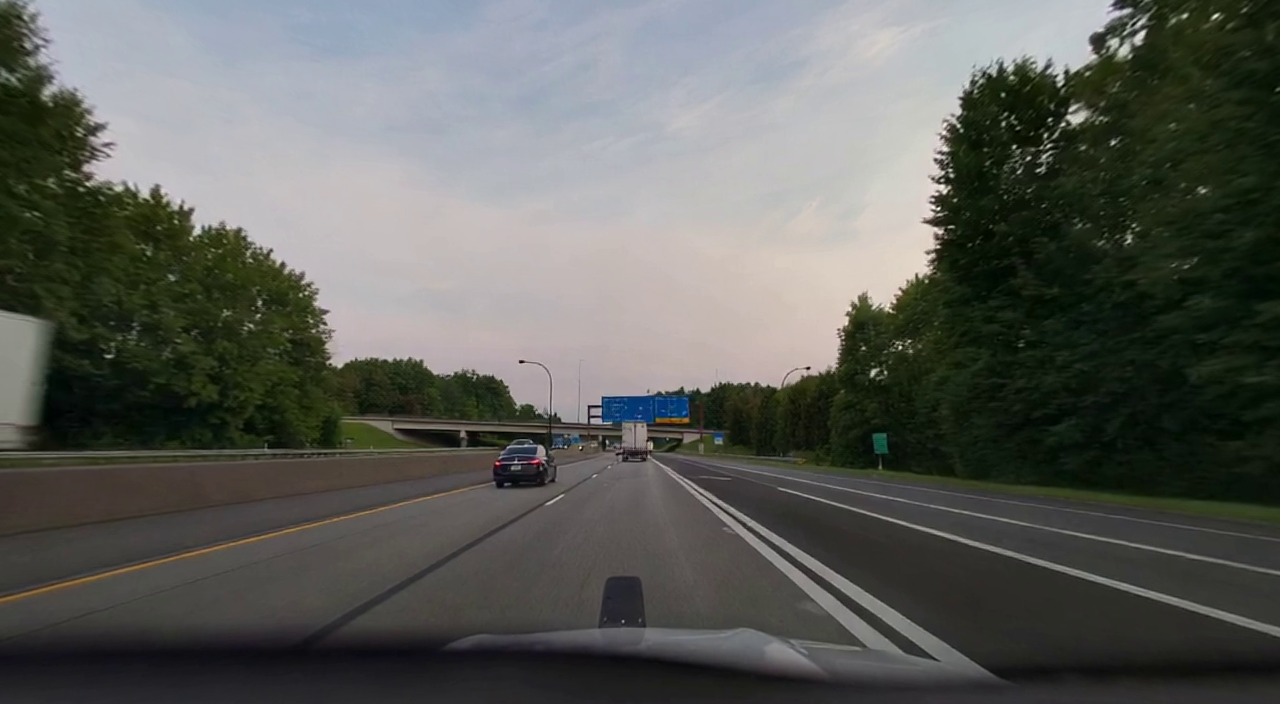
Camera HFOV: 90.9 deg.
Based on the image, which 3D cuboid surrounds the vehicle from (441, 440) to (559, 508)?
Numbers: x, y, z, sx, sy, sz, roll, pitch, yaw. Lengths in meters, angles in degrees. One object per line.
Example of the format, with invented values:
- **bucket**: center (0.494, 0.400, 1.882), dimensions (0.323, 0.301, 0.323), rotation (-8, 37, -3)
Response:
- **vehicle**: center (-3.478, 3.126, 16.644), dimensions (2.042, 1.526, 4.516), rotation (0, -9, 0)
